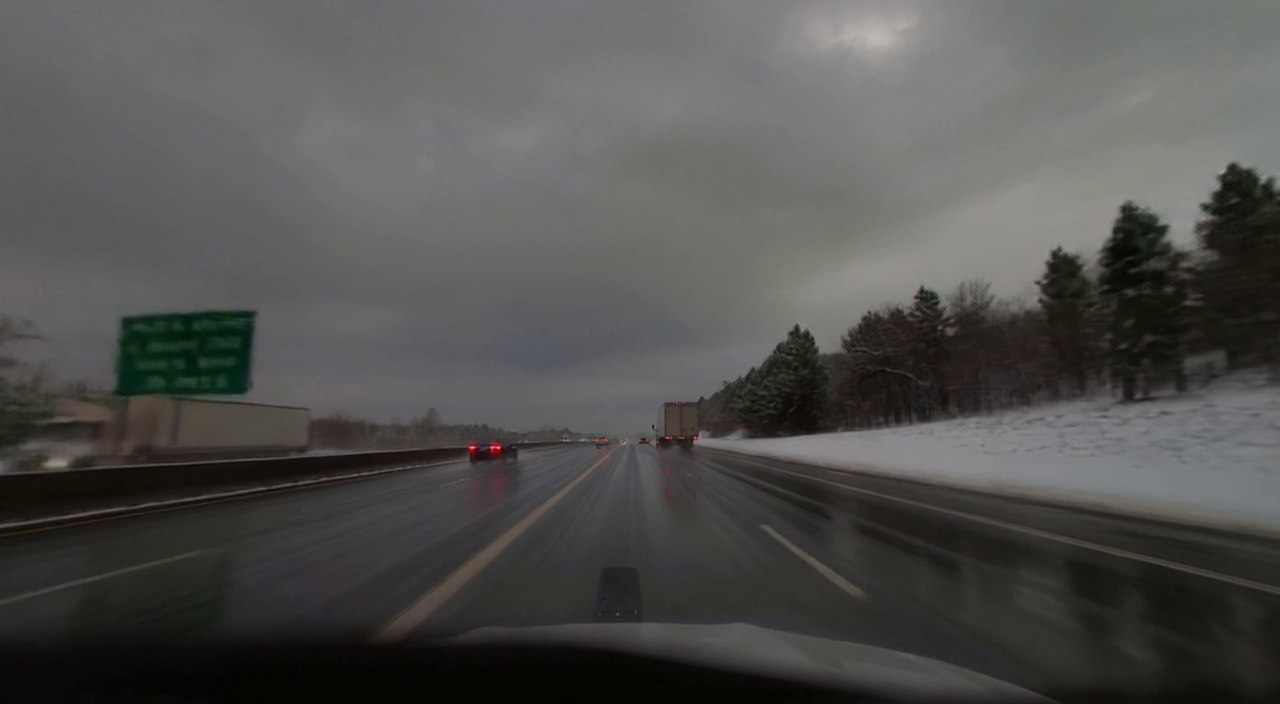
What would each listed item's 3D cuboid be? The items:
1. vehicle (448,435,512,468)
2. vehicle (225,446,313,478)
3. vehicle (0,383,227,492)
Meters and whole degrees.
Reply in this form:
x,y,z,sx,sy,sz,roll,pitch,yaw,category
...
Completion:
x,y,z,sx,sy,sz,roll,pitch,yaw,category
-7.617,4.767,30.450,2.018,1.454,4.290,0,-8,-1,vehicle
-19.102,5.658,32.717,1.826,1.444,4.605,0,-8,0,vehicle
-23.228,3.778,28.000,2.993,3.934,10.018,0,-8,-1,vehicle
